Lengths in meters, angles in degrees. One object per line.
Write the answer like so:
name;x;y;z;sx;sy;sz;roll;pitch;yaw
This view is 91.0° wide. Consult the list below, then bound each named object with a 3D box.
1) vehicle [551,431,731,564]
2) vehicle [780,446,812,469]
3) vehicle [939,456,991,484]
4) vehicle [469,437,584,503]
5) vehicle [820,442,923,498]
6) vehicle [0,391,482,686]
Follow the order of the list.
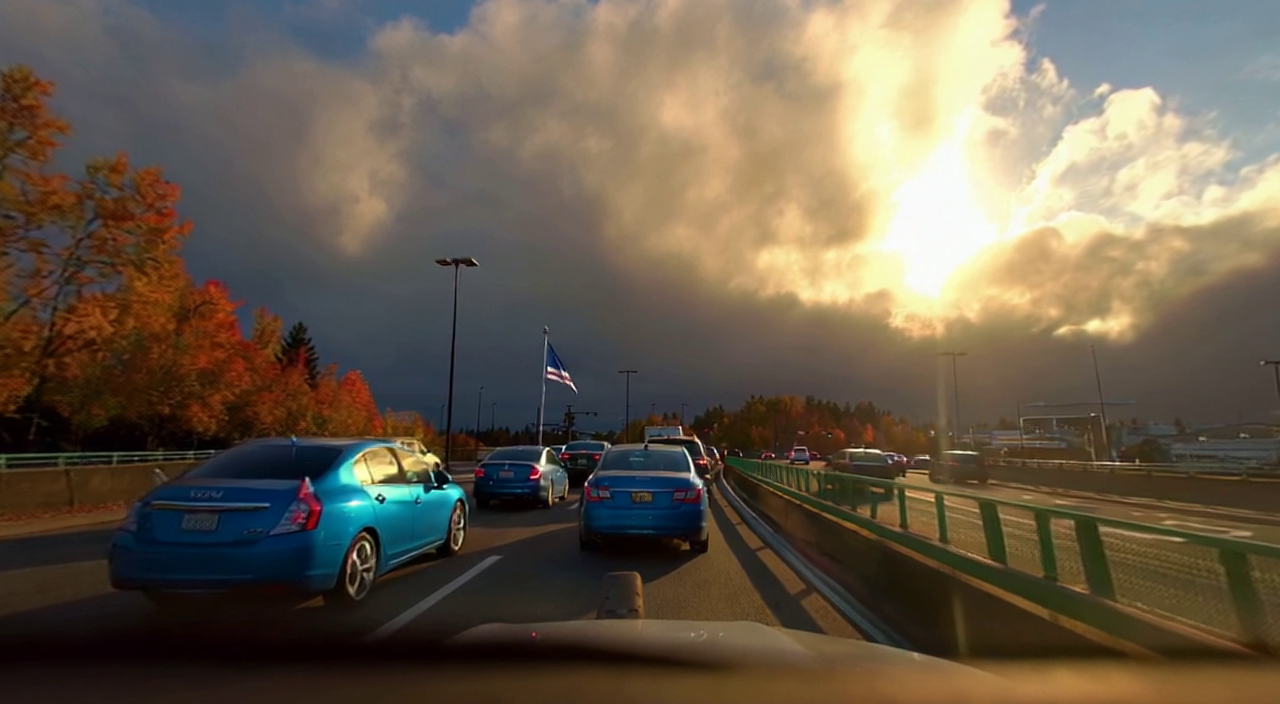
vehicle;0.138;2.020;9.525;2.090;1.506;4.276;0;-9;4
vehicle;11.151;7.539;45.142;1.944;1.544;4.301;-1;-9;11
vehicle;21.939;7.938;42.655;1.946;1.649;4.326;-1;-9;11
vehicle;-2.934;3.178;17.424;1.974;1.549;4.603;0;-9;5
vehicle;7.521;3.851;21.001;2.011;1.610;4.568;0;-9;4
vehicle;-3.093;1.367;5.766;1.988;1.635;4.260;0;-9;3
